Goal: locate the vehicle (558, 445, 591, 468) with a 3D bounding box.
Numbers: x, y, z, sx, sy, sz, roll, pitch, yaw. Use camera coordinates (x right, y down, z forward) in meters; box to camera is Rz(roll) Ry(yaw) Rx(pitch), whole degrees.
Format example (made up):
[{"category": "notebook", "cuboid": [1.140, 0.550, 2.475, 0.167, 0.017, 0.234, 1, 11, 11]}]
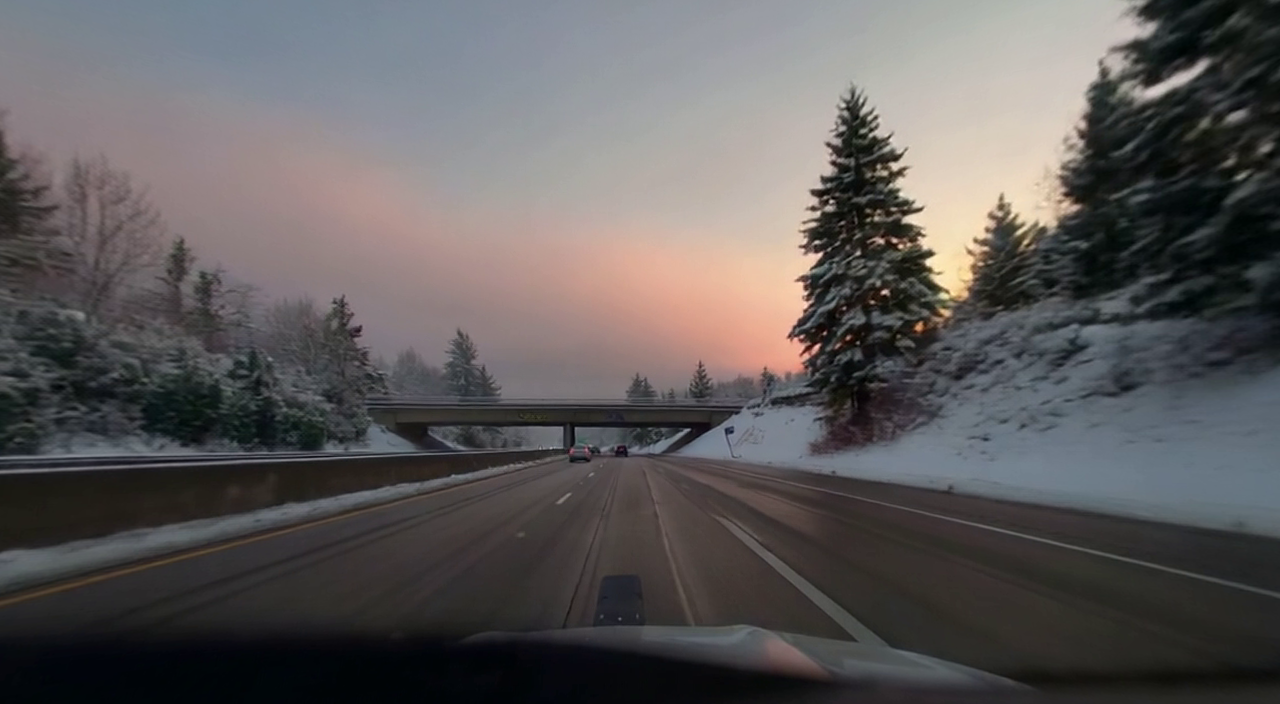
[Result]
[{"category": "vehicle", "cuboid": [-4.342, 6.974, 42.192, 1.871, 1.459, 3.771, 0, -9, -1]}]
